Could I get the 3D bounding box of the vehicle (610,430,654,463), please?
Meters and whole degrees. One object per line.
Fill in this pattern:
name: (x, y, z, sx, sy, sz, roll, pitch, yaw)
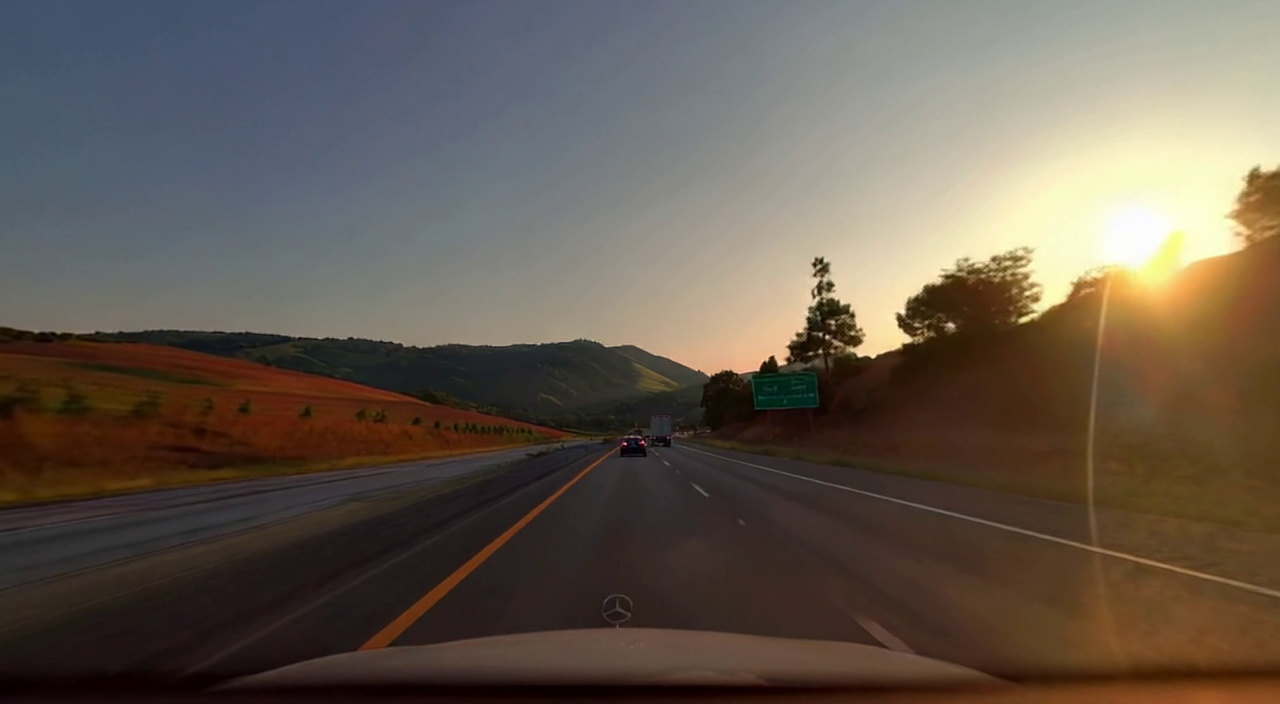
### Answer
vehicle: (-0.446, 5.097, 34.092, 2.216, 1.623, 4.220, 0, -8, -1)
